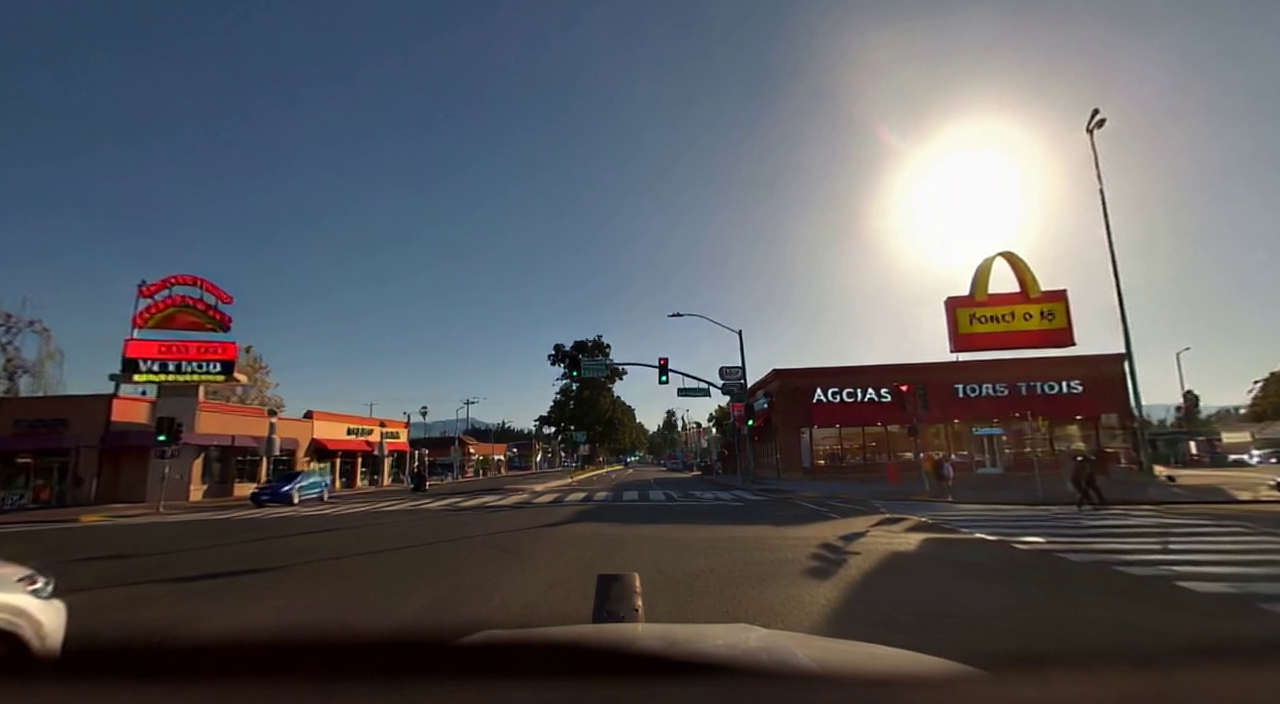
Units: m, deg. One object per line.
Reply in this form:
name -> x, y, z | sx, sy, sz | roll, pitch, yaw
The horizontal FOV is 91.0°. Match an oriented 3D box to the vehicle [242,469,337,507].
vehicle -> -16.015, 6.198, 29.068 | 1.931, 1.471, 4.152 | 0, -9, 1

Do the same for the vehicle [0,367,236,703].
vehicle -> -3.296, 0.717, 1.086 | 2.081, 1.644, 4.523 | 0, -9, 2
